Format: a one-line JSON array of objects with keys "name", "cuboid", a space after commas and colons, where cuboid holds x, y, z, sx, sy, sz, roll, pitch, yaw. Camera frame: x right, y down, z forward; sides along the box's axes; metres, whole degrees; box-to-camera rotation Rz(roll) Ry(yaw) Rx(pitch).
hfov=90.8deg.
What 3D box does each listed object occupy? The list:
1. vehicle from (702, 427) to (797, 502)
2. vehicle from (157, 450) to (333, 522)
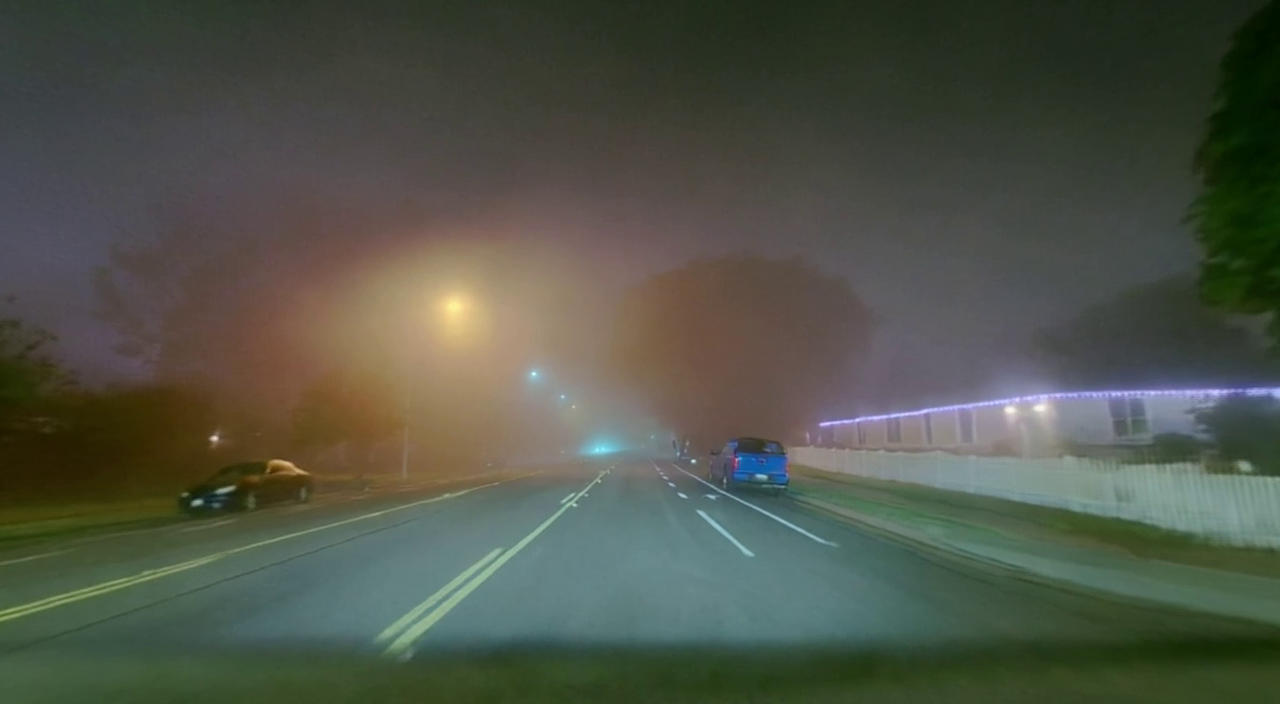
[{"name": "vehicle", "cuboid": [3.762, 3.991, 22.942, 2.504, 2.114, 6.073, 5, -8, 3]}, {"name": "vehicle", "cuboid": [-10.807, 3.639, 17.827, 2.049, 1.527, 4.677, -3, -8, -1]}]
